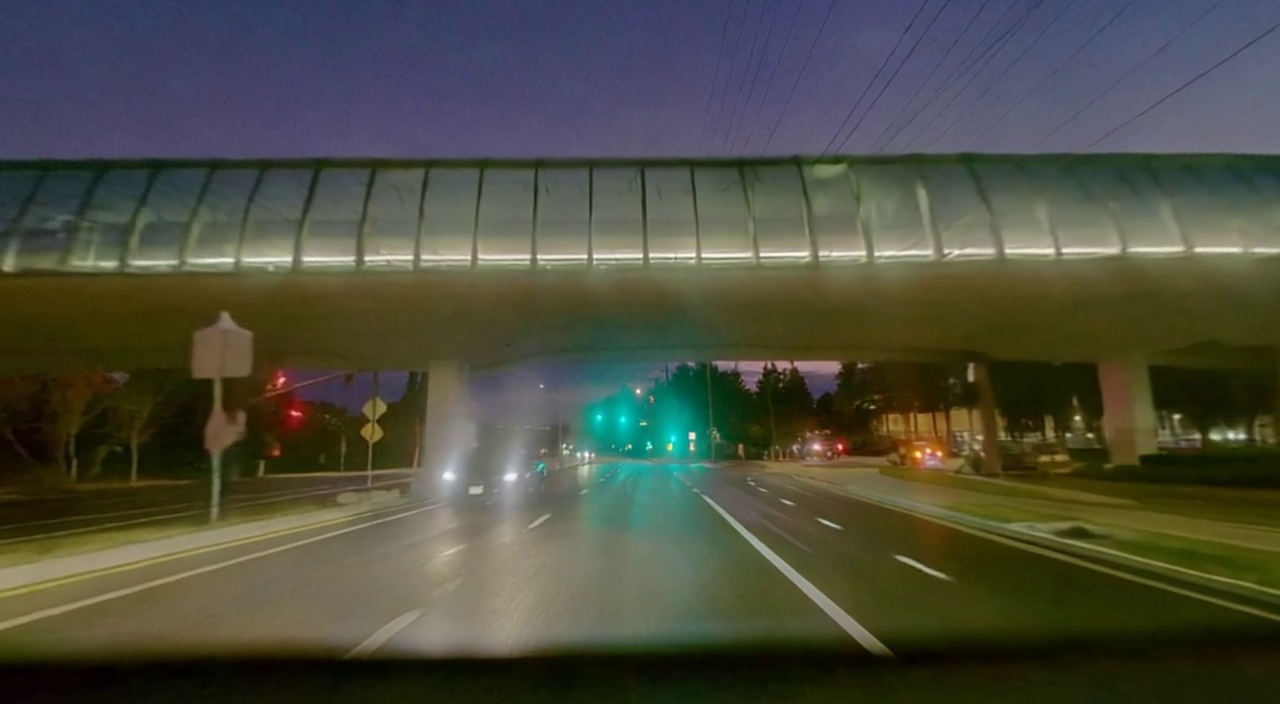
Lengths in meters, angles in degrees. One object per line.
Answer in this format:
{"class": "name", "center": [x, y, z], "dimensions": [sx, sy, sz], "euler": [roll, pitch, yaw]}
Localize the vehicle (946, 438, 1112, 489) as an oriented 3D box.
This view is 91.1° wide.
{"class": "vehicle", "center": [14.459, 4.076, 23.629], "dimensions": [2.078, 1.523, 4.760], "euler": [2, -7, -34]}
